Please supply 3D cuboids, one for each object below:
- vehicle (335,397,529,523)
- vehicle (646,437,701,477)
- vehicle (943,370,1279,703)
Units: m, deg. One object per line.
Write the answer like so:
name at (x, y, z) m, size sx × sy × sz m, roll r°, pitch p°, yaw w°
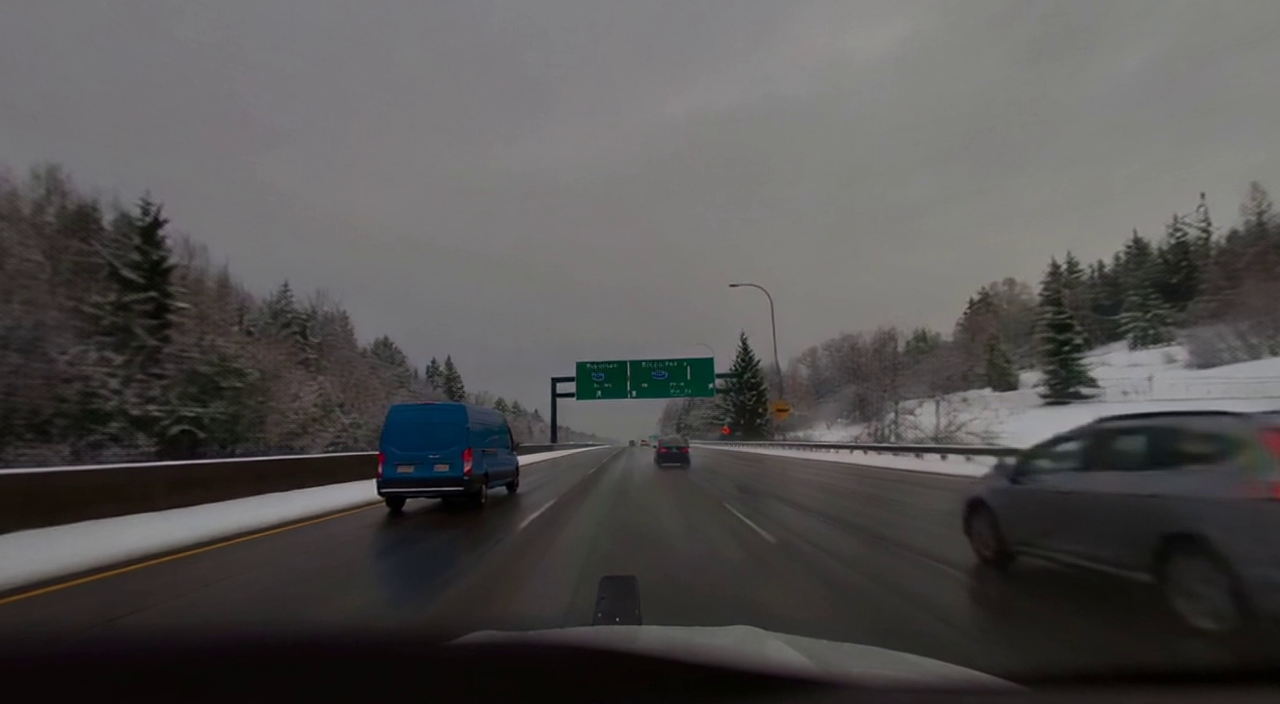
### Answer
vehicle at (-3.884, 2.113, 12.986) m, size 2.275 × 2.053 × 5.082 m, roll 0°, pitch -8°, yaw -1°
vehicle at (1.262, 4.148, 25.381) m, size 2.020 × 1.464 × 3.803 m, roll 0°, pitch -8°, yaw 0°
vehicle at (4.128, 1.050, 4.112) m, size 1.996 × 1.638 × 4.496 m, roll 0°, pitch -8°, yaw -1°
